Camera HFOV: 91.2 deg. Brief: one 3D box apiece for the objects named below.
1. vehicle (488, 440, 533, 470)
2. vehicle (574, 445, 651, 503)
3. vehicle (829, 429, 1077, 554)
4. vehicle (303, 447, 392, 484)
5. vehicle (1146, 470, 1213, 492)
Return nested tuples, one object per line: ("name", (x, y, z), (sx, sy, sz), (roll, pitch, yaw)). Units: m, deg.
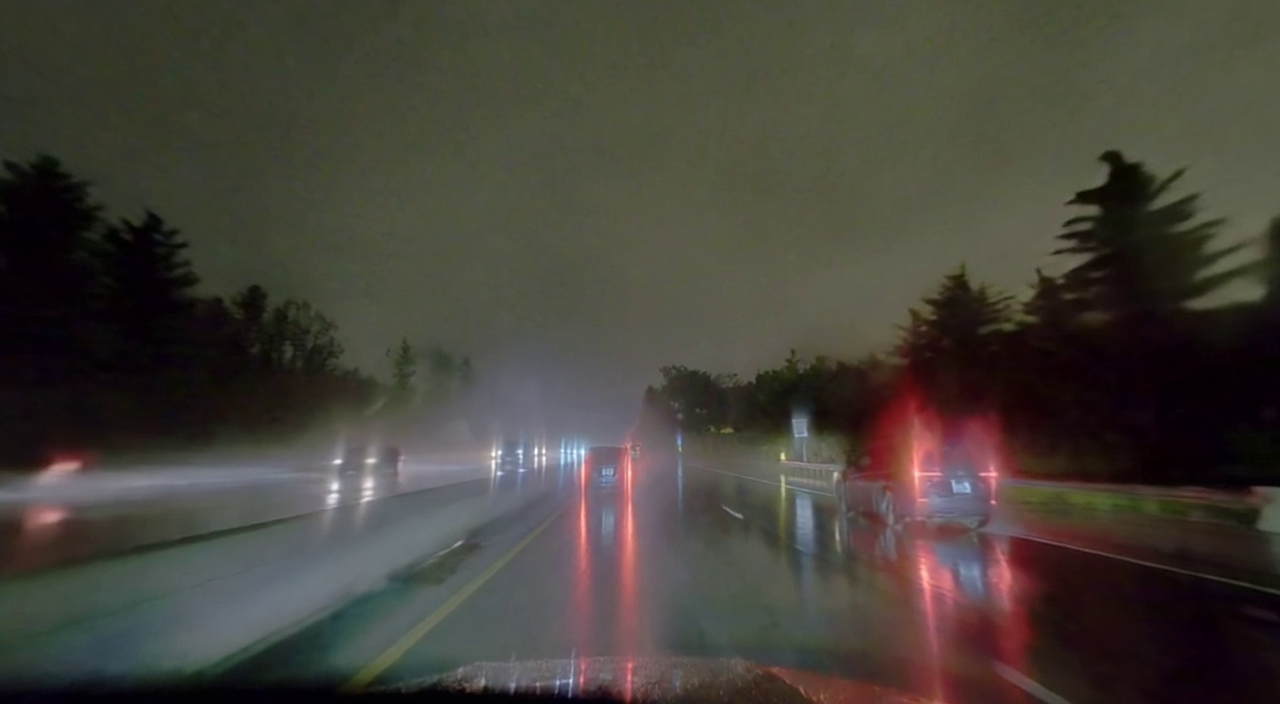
("vehicle", (-8.863, 7.125, 43.352), (2.126, 1.921, 5.104), (0, -9, -1))
("vehicle", (-0.745, 3.529, 18.585), (2.013, 1.479, 4.169), (0, -9, -1))
("vehicle", (4.517, 2.053, 9.814), (1.910, 1.554, 3.718), (0, -9, -1))
("vehicle", (-12.691, 4.934, 27.538), (1.919, 1.502, 4.134), (0, -9, -1))
("vehicle", (42.015, 10.021, 48.937), (1.775, 1.512, 3.972), (-1, -9, 3))
